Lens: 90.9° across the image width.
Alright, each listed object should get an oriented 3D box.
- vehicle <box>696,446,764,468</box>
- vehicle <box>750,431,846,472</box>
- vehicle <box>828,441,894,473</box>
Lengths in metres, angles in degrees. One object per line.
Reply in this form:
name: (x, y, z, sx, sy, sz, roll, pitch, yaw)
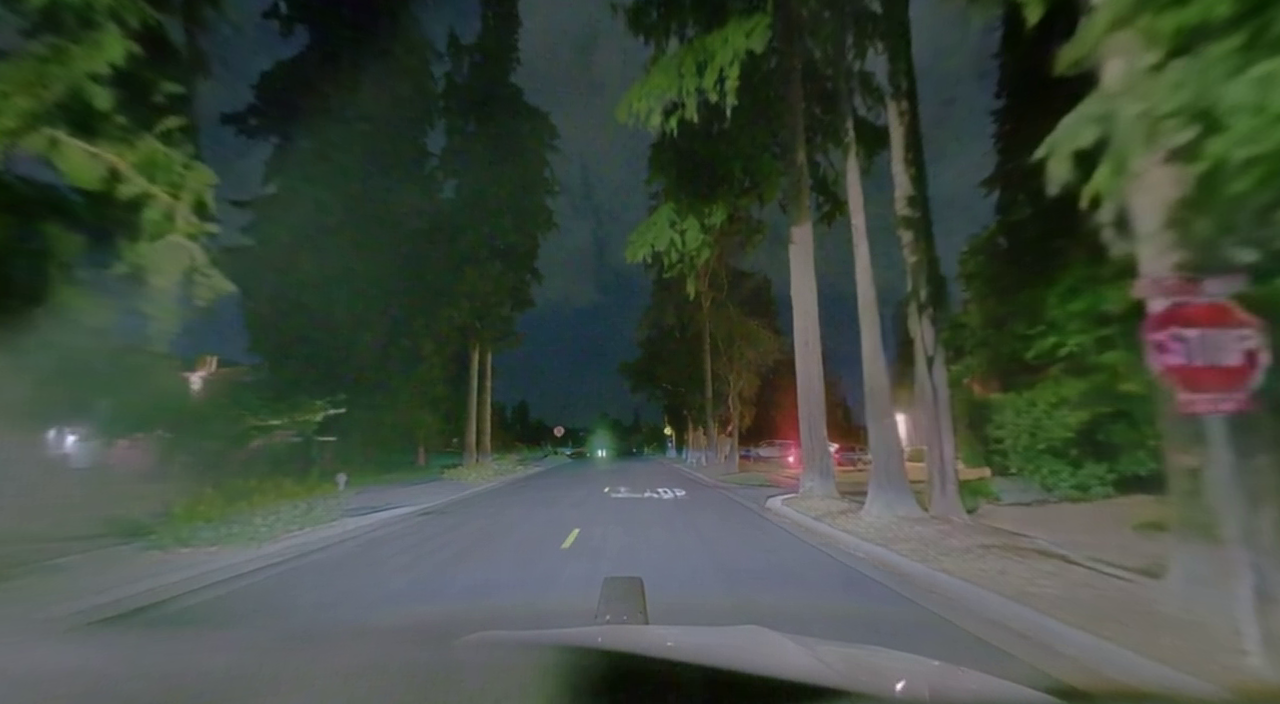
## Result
vehicle: (5.887, 6.957, 41.761, 4.229, 1.402, 1.811, 0, -9, 0)
vehicle: (9.714, 6.104, 39.103, 5.239, 1.933, 2.131, -5, -5, -3)
vehicle: (11.607, 5.429, 32.955, 2.004, 1.511, 4.494, -6, -10, 35)
